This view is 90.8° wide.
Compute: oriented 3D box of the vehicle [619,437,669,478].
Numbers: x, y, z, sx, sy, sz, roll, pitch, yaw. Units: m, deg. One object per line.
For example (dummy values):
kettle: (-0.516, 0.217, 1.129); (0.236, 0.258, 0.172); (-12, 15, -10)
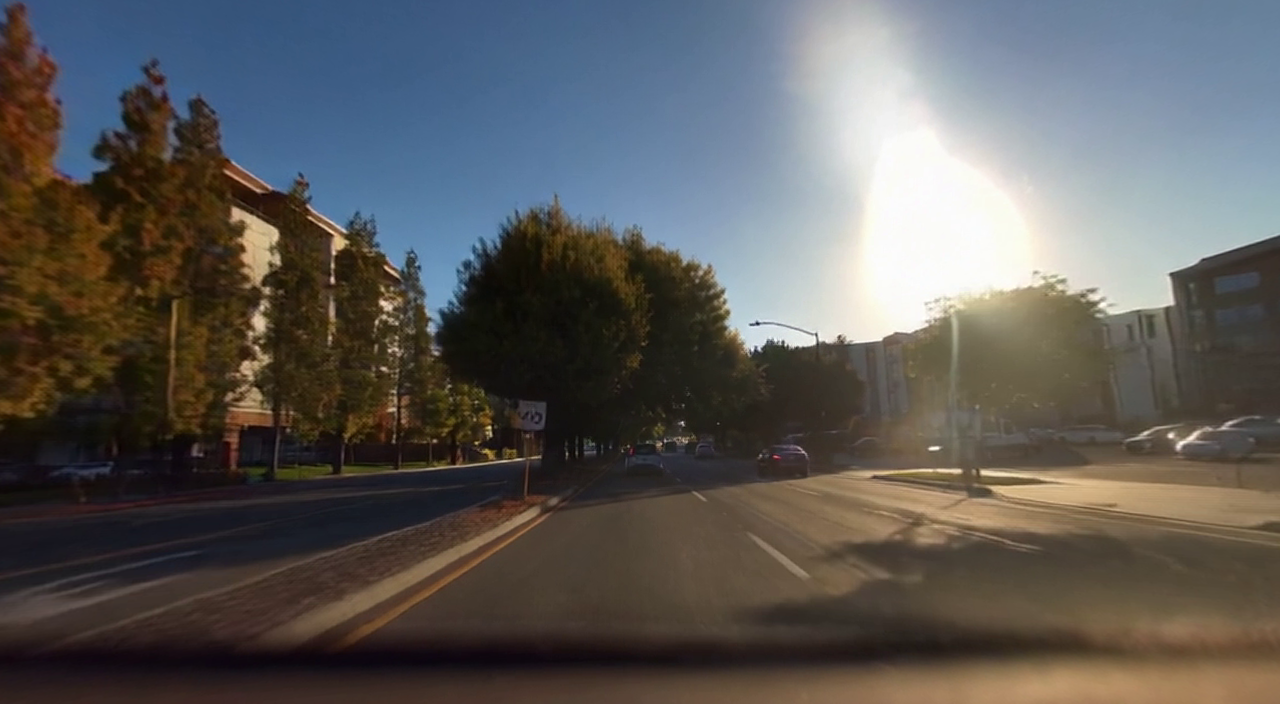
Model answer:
vehicle: (0.102, 5.014, 30.217); (2.227, 1.794, 4.457); (0, -9, -2)

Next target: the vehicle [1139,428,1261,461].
vehicle: (26.018, 4.364, 29.559); (1.887, 1.419, 4.191); (-1, -9, 1)

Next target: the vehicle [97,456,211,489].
vehicle: (-26.857, 6.662, 35.026); (4.541, 1.676, 2.063); (-1, -9, 0)

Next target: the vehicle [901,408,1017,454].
vehicle: (24.146, 6.054, 48.070); (7.258, 3.283, 2.680); (-1, -9, 0)

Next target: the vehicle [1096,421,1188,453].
vehicle: (30.066, 5.175, 38.058); (2.138, 1.531, 4.436); (-3, -11, 6)

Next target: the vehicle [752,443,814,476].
vehicle: (7.197, 5.474, 32.309); (2.029, 1.548, 4.422); (0, -9, -2)
